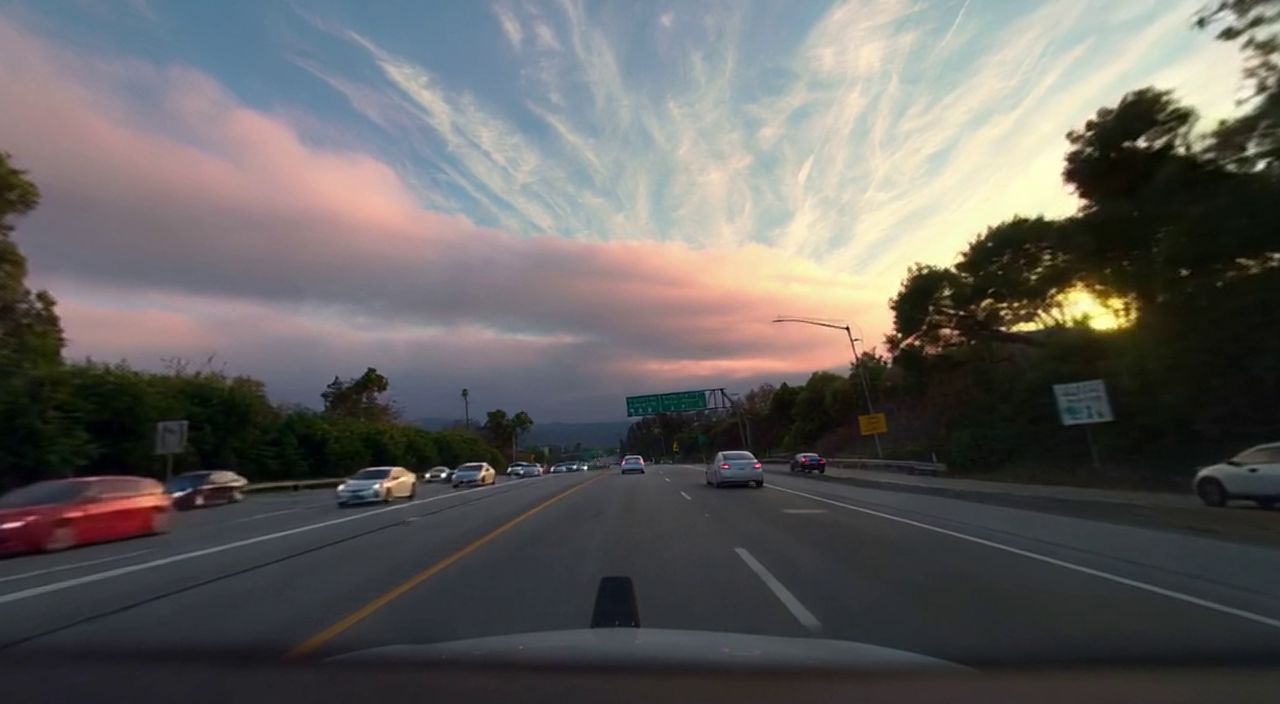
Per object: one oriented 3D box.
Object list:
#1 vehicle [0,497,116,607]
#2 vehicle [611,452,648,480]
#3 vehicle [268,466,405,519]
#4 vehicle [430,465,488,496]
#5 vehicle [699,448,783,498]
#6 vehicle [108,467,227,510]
[{"bbox_3d":[-10.356,2.944,8.936,2.201,1.417,4.255,0,-9,0],"label":"vehicle"},{"bbox_3d":[-0.594,6.743,37.605,2.090,1.510,4.280,0,-9,0],"label":"vehicle"},{"bbox_3d":[-10.455,4.867,22.334,2.420,1.511,4.810,0,-9,1],"label":"vehicle"},{"bbox_3d":[-10.316,7.321,36.297,1.791,1.523,4.364,0,-9,4],"label":"vehicle"},{"bbox_3d":[3.256,3.969,21.210,1.972,1.488,4.335,0,-9,-2],"label":"vehicle"},{"bbox_3d":[-20.631,5.936,27.824,1.850,1.594,4.177,0,-9,3],"label":"vehicle"}]
